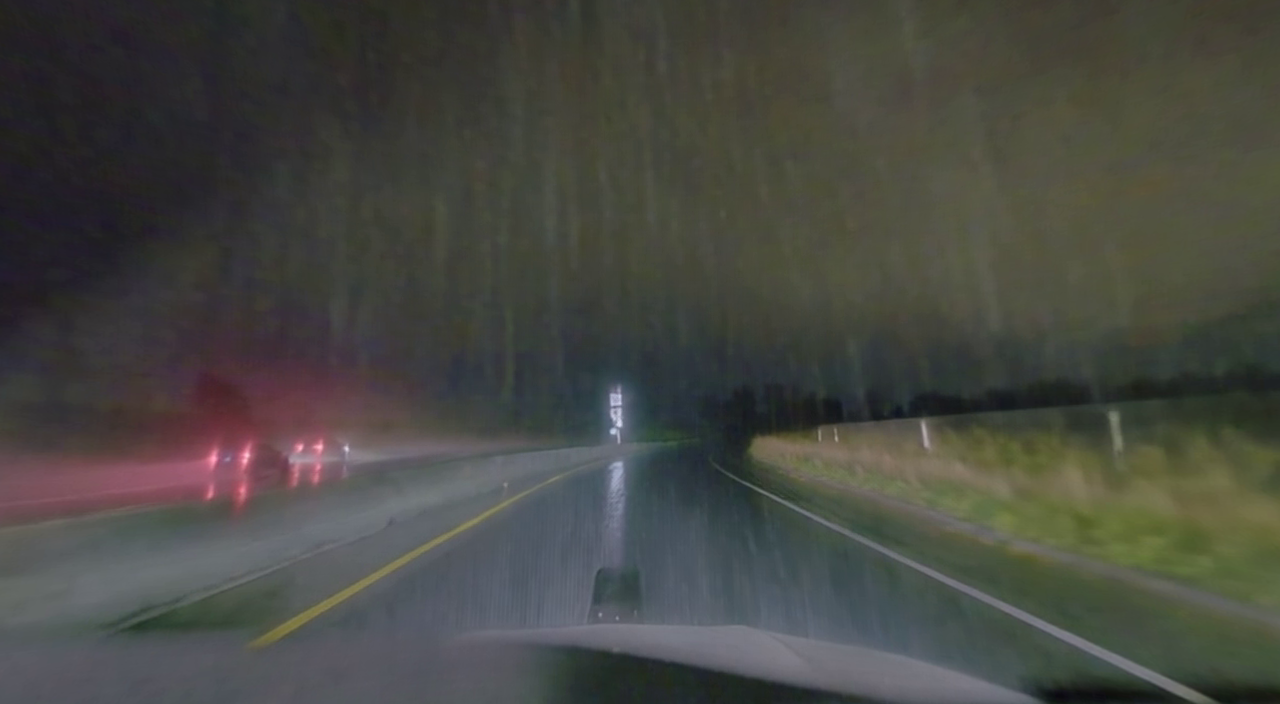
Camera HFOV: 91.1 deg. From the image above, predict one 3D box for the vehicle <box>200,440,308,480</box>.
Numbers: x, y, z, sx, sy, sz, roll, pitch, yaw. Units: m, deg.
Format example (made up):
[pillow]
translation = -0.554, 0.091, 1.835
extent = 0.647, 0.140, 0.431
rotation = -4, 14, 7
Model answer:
[vehicle]
translation = -15.548, 4.333, 25.609
extent = 1.895, 1.451, 4.168
rotation = 0, -8, -2
